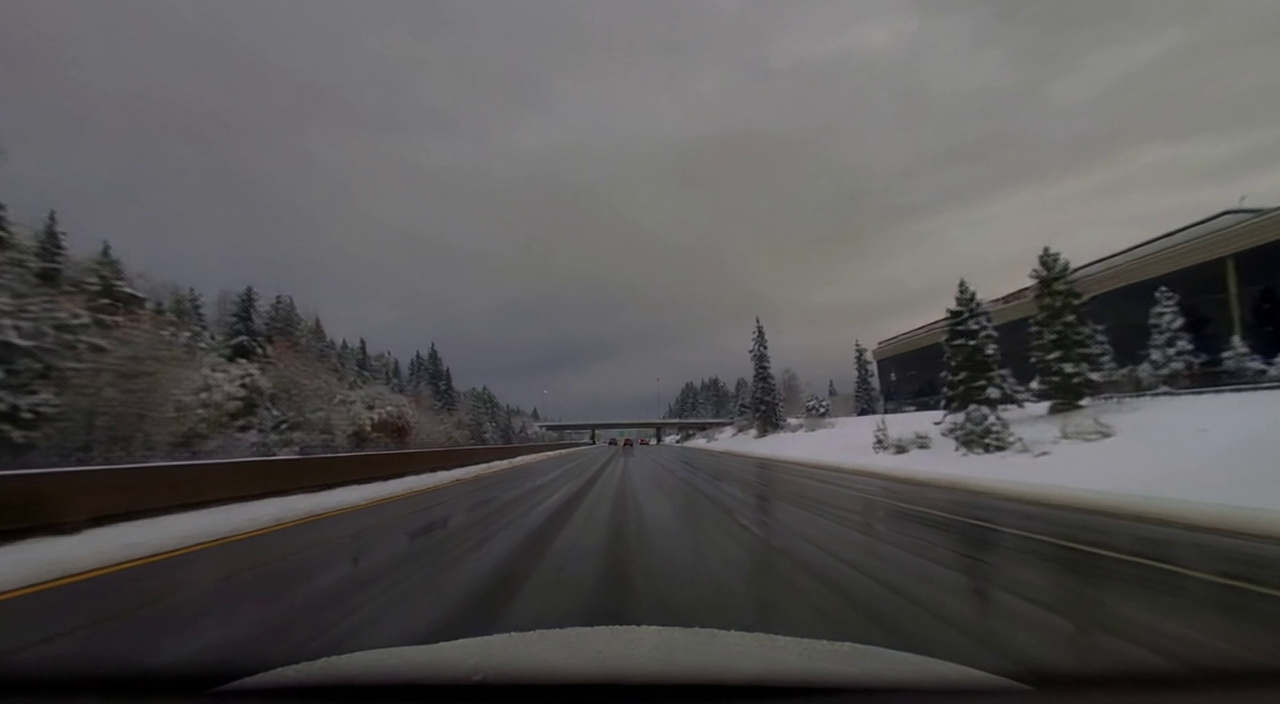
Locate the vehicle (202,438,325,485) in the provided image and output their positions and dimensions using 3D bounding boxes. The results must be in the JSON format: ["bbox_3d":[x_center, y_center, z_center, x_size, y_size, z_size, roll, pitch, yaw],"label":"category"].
[{"bbox_3d":[-13.124,3.810,22.314,1.835,1.477,4.190,0,-8,-1],"label":"vehicle"}]
